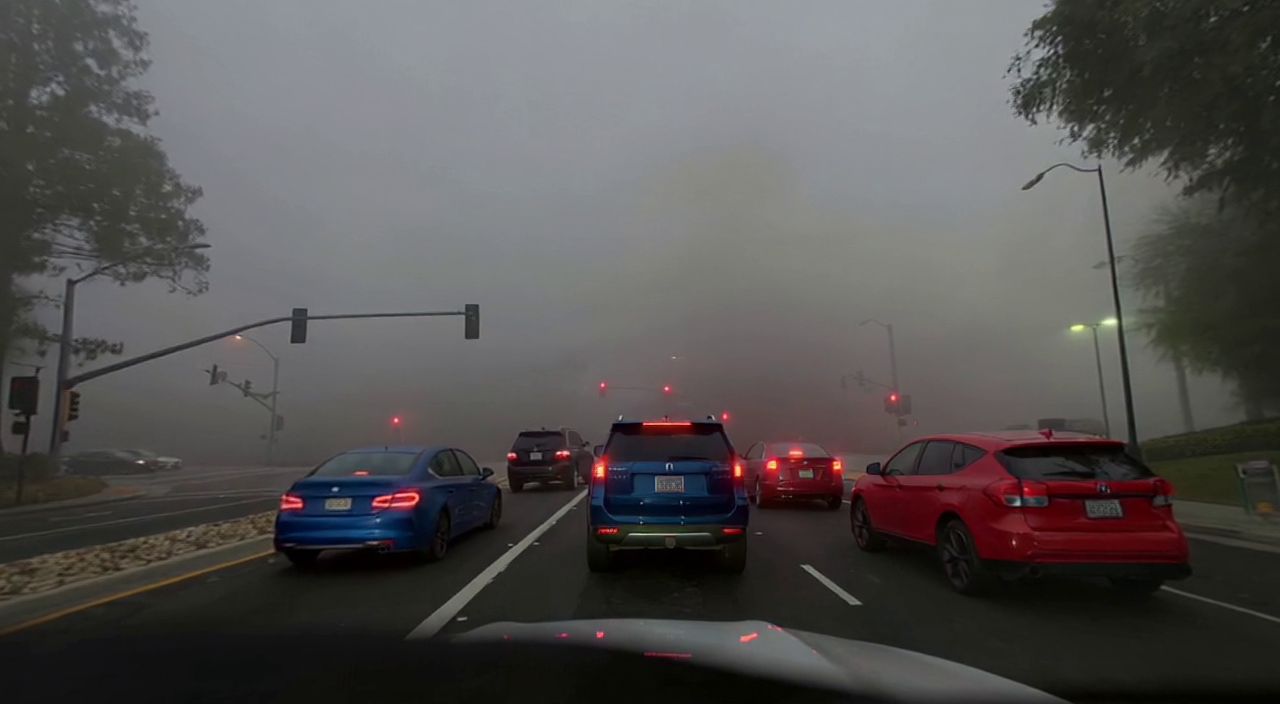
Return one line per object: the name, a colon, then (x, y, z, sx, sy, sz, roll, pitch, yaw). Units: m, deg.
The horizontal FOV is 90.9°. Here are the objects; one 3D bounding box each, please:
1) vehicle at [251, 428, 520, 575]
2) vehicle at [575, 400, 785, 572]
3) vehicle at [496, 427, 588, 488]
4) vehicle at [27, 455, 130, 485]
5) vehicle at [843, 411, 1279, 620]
vehicle: (-3.034, 1.861, 8.698, 1.876, 1.497, 4.308, 0, -8, 1)
vehicle: (0.401, 1.712, 8.766, 2.172, 1.764, 4.338, 0, -8, 0)
vehicle: (-3.200, 3.604, 21.854, 2.230, 1.834, 5.469, 0, -8, 1)
vehicle: (-33.051, 6.941, 37.144, 4.395, 1.636, 1.926, -1, -8, 6)
vehicle: (3.928, 1.560, 6.931, 1.954, 1.592, 3.992, 0, -8, -2)
